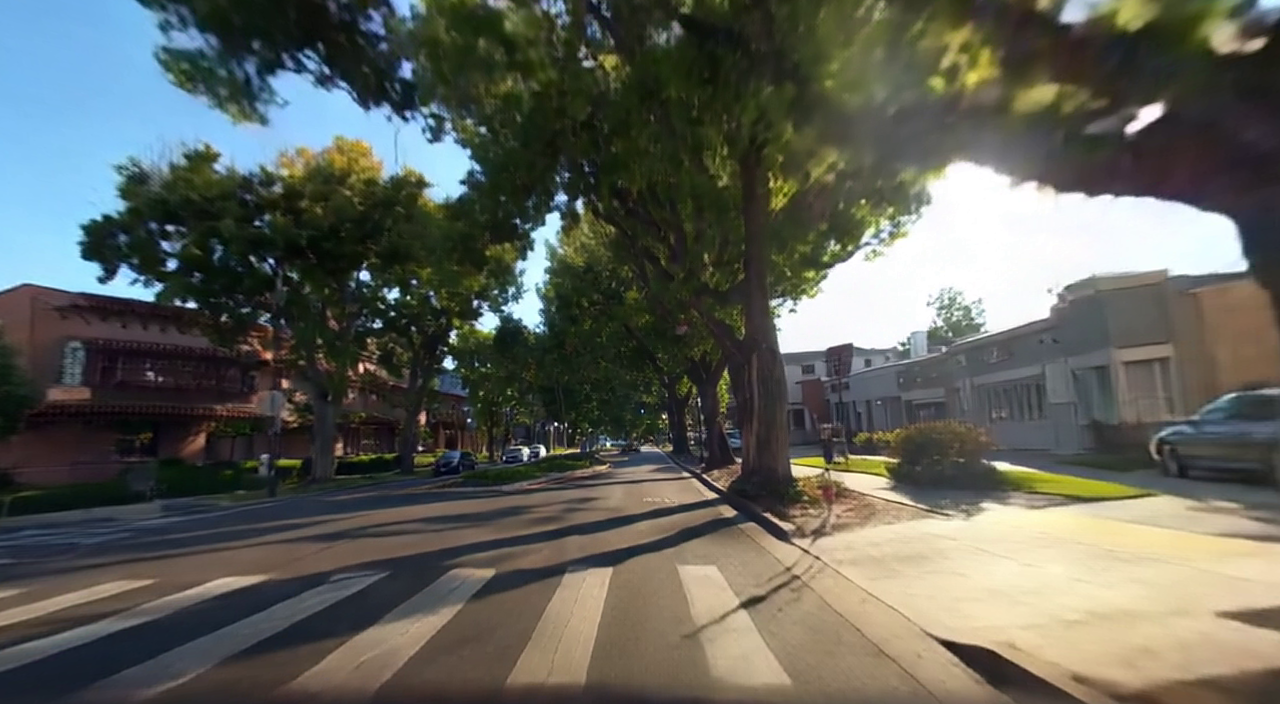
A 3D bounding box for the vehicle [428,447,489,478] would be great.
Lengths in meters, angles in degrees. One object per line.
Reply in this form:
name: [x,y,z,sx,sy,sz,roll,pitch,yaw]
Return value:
vehicle: [-9.830,5.986,34.504,1.892,1.484,4.576,0,-8,2]
